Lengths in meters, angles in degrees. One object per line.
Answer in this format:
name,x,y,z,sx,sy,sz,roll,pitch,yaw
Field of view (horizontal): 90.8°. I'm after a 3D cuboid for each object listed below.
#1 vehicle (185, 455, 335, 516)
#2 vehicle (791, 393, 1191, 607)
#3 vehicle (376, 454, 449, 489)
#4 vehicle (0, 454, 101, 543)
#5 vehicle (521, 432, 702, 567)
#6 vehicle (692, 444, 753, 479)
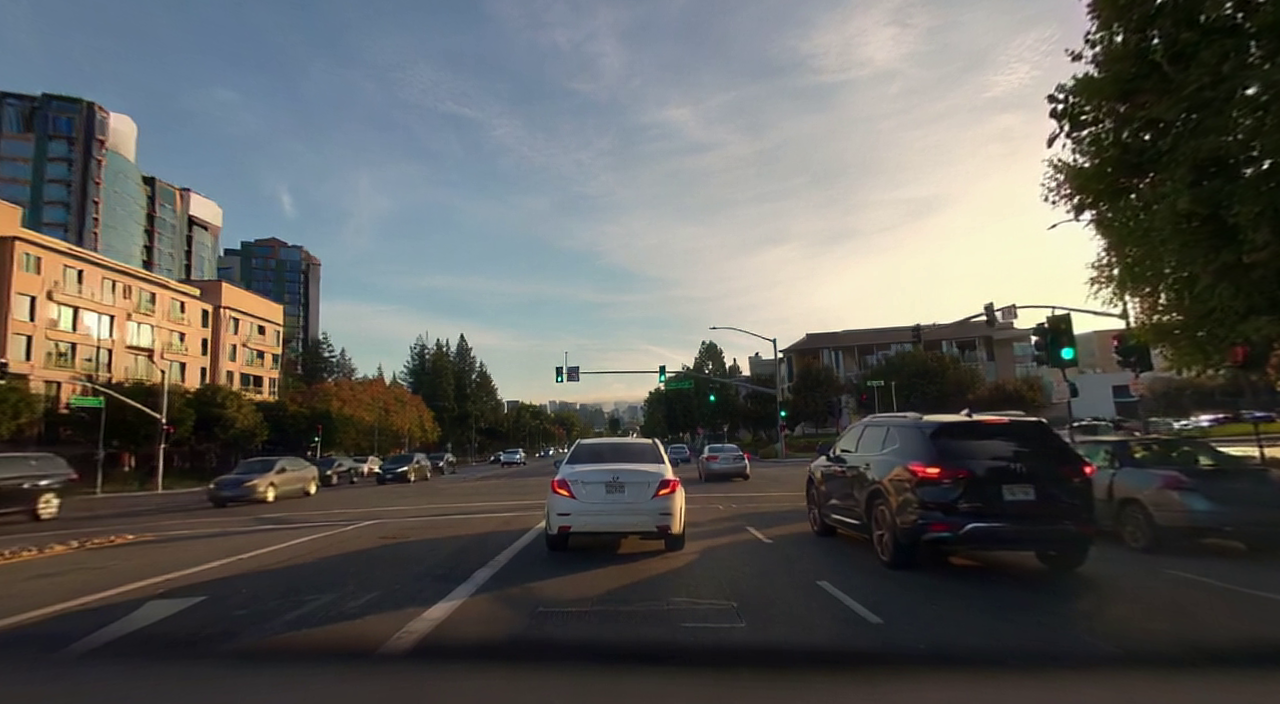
vehicle,-11.659,4.075,19.790,1.903,1.627,4.308,0,-8,2
vehicle,3.497,1.573,7.636,2.107,1.773,4.557,0,-8,-1
vehicle,-11.452,6.023,32.192,1.992,1.562,4.361,0,-8,1
vehicle,-15.098,3.305,14.298,1.974,1.894,4.244,0,-8,0
vehicle,-0.322,1.959,9.157,2.034,1.500,3.966,0,-8,0
vehicle,3.692,4.953,28.990,2.123,1.455,4.318,0,-8,-1
